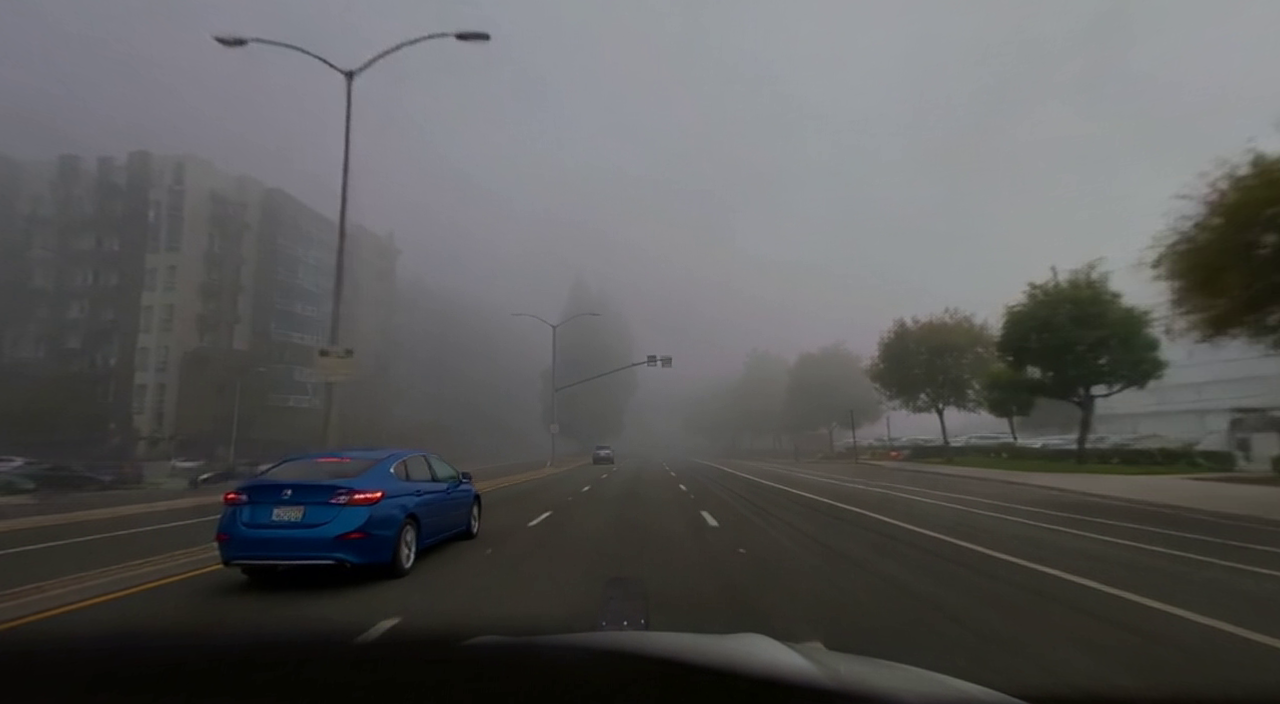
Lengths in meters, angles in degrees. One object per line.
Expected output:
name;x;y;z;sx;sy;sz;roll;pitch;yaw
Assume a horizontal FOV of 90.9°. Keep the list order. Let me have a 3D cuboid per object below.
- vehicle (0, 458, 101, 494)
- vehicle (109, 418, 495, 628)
vehicle;-30.117;6.108;31.274;4.847;1.649;2.119;-1;-8;3
vehicle;-3.315;1.720;7.431;2.009;1.489;4.543;-6;-8;0
